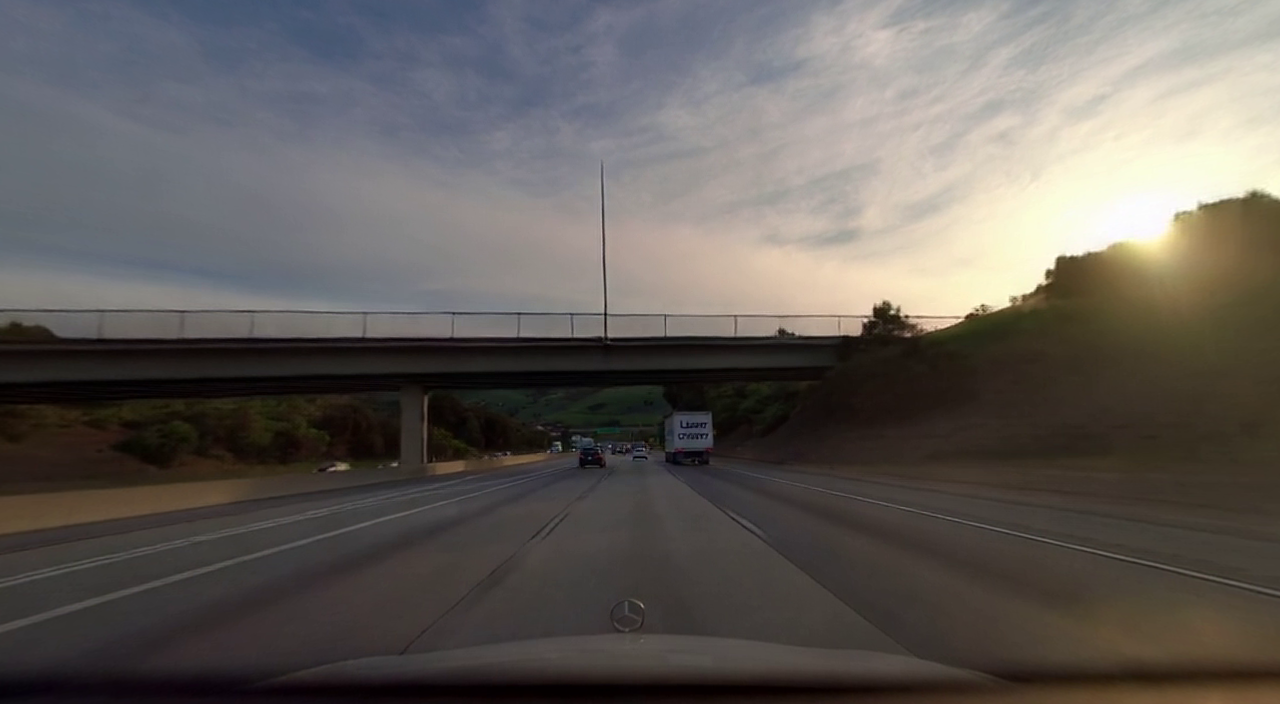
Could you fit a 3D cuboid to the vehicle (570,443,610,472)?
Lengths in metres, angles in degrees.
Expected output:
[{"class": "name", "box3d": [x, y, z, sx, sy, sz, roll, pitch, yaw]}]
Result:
[{"class": "vehicle", "box3d": [-2.942, 6.405, 38.356, 2.052, 1.654, 4.303, 0, -9, 0]}]
